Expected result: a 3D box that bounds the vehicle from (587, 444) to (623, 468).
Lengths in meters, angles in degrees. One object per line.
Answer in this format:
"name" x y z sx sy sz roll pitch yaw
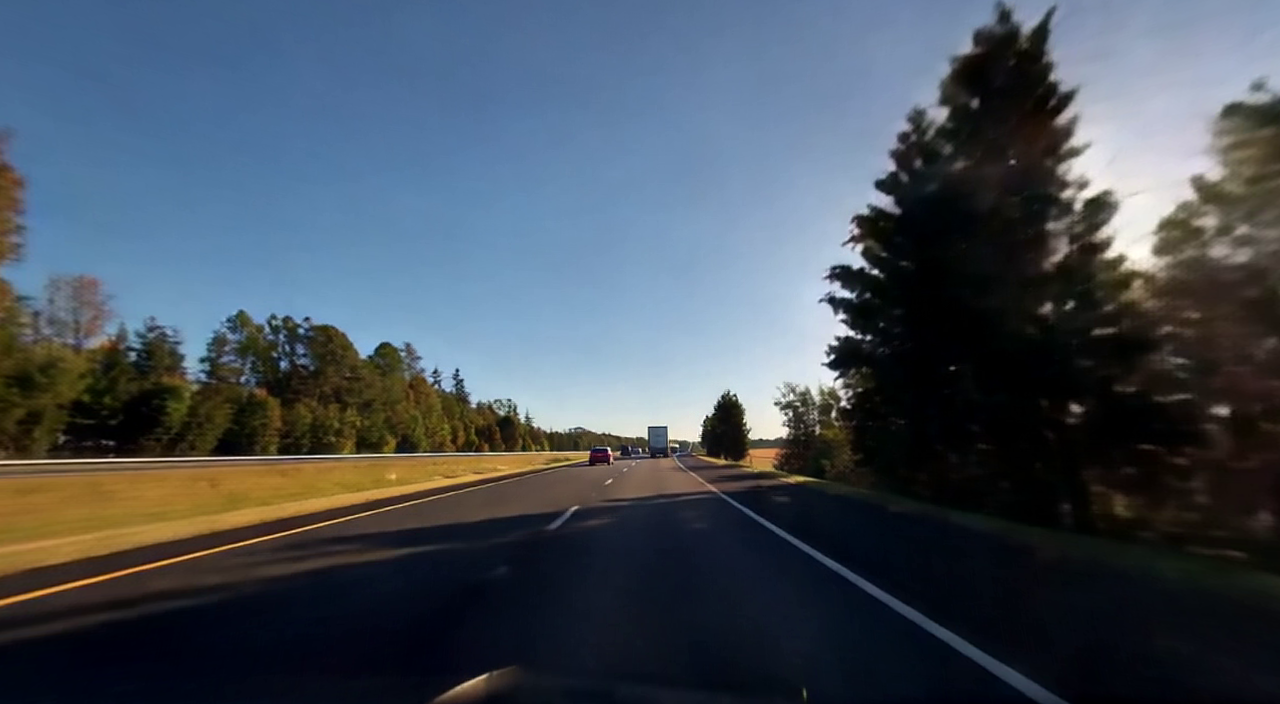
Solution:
"vehicle" -2.384 7.225 43.909 2.199 1.555 4.451 0 -9 1
